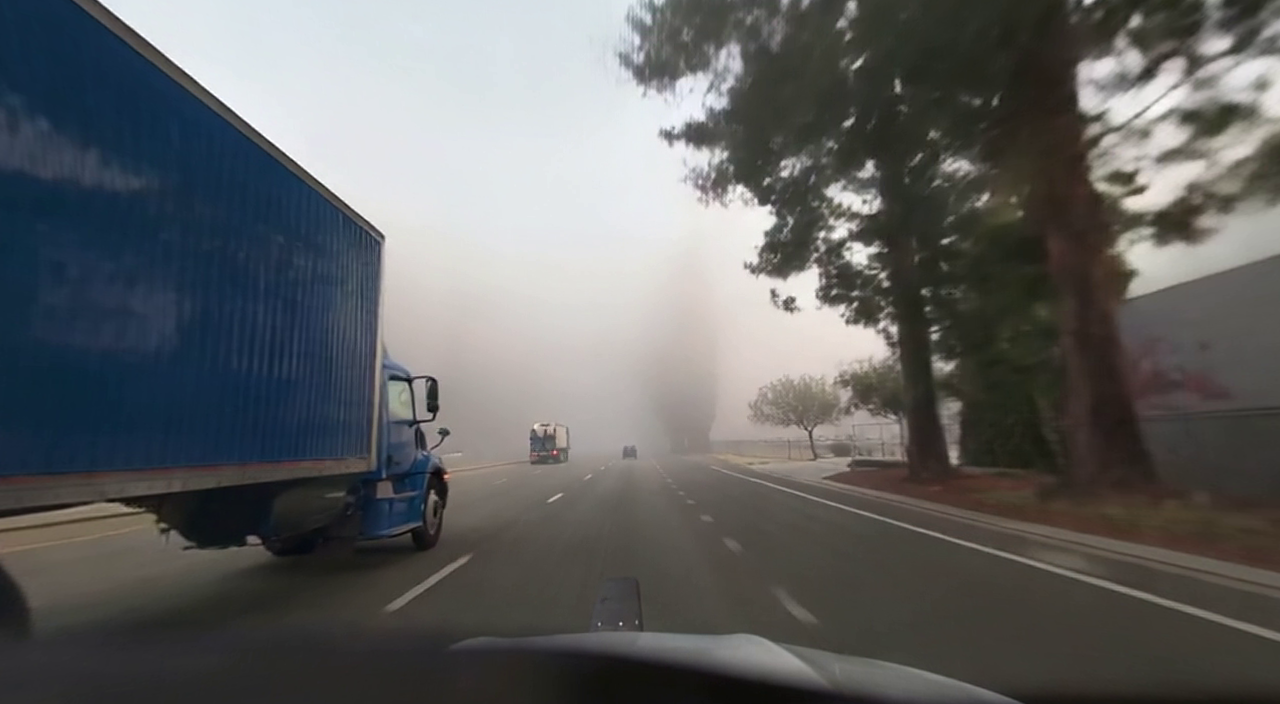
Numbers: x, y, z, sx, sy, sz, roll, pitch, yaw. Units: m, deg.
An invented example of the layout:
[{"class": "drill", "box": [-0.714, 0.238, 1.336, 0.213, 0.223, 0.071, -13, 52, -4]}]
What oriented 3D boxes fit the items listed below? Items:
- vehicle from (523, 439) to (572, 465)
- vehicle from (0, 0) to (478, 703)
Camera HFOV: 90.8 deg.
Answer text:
[{"class": "vehicle", "box": [-7.051, 7.718, 49.188, 2.743, 1.832, 7.257, 0, -8, 0]}, {"class": "vehicle", "box": [-3.541, 0.132, 3.685, 2.910, 3.419, 8.376, 0, -8, 0]}]
